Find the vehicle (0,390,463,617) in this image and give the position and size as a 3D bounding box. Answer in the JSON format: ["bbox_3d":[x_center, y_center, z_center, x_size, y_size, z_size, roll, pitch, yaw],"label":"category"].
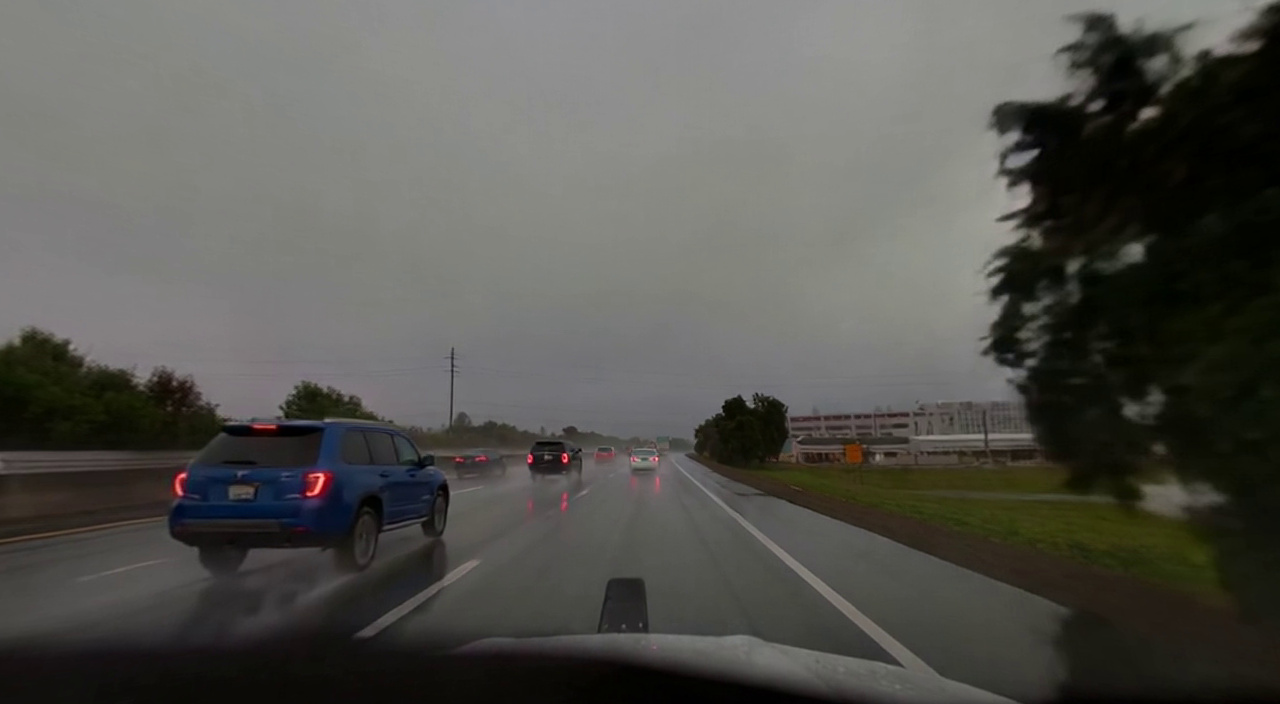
[{"bbox_3d":[-4.130,1.640,7.938,2.198,1.848,5.346,0,-8,0],"label":"vehicle"}]

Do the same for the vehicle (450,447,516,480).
[{"bbox_3d":[-7.537,5.369,30.700,1.974,1.454,4.478,-1,-8,1],"label":"vehicle"}]

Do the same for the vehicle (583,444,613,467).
[{"bbox_3d":[-3.252,8.119,49.586,1.993,1.717,4.321,-1,-8,2],"label":"vehicle"}]

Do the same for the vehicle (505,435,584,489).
[{"bbox_3d":[-3.435,4.082,23.703,2.133,1.789,4.518,-1,-8,2],"label":"vehicle"}]

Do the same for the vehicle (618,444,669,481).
[{"bbox_3d":[0.130,4.817,27.757,2.047,1.473,3.978,0,-8,0],"label":"vehicle"}]
